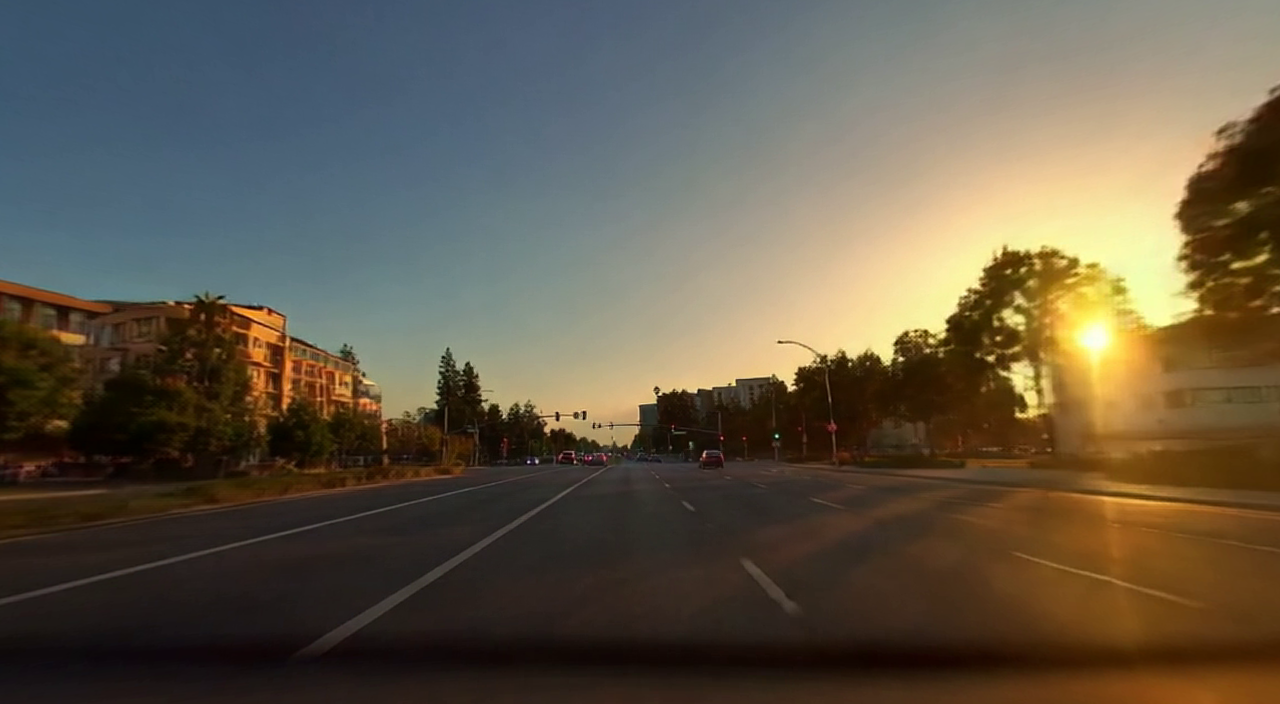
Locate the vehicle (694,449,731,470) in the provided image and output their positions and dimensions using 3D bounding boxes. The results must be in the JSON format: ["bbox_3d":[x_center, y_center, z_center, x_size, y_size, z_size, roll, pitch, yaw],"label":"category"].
[{"bbox_3d":[5.532,8.296,48.972,2.187,1.475,4.529,0,-9,-2],"label":"vehicle"}]
